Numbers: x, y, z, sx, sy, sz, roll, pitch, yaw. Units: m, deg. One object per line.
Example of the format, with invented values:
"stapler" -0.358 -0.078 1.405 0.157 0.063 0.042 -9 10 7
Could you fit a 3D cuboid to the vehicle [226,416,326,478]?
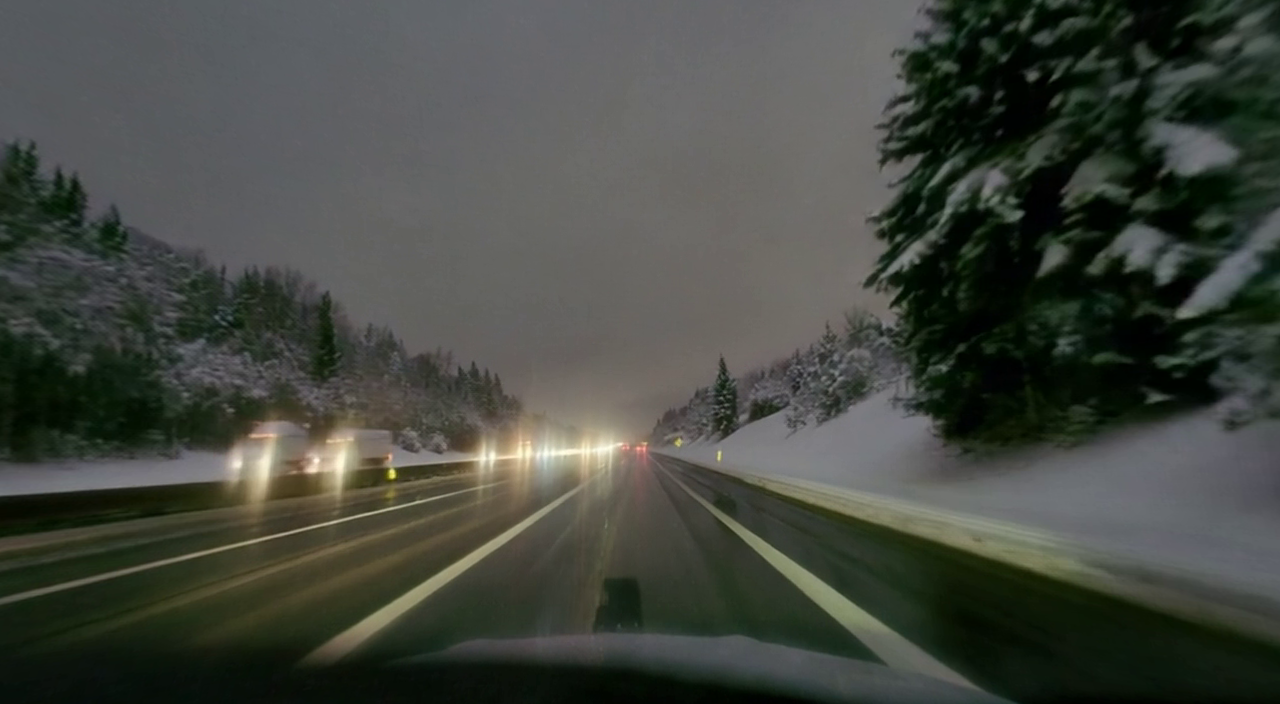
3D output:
"vehicle" -23.649 6.226 41.140 2.974 3.729 5.780 -1 -9 -1
